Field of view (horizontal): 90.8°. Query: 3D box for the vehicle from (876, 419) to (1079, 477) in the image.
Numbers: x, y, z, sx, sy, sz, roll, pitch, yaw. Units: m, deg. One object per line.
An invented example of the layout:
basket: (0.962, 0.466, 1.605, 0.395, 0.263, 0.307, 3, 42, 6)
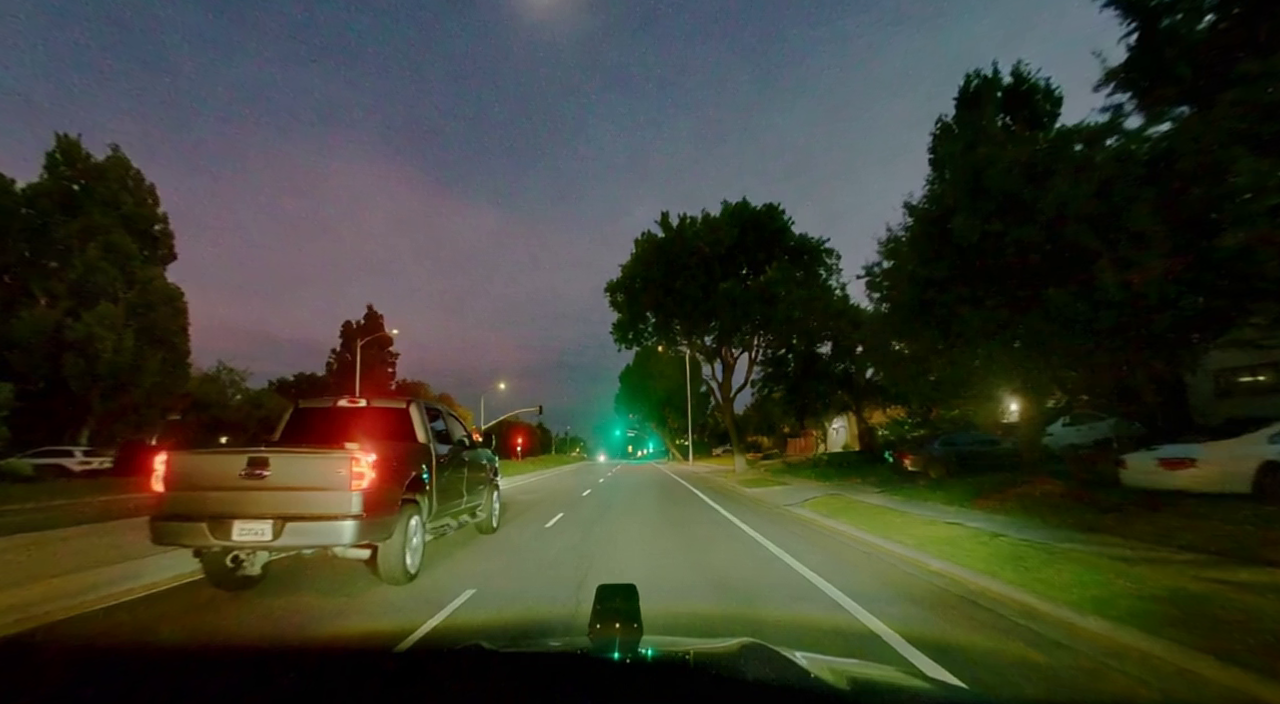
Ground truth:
vehicle: (9.619, 2.779, 18.299, 4.696, 1.555, 2.009, 0, -9, -2)

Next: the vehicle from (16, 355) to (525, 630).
vehicle: (-3.237, 1.458, 7.620, 2.508, 2.001, 5.880, 0, -9, 1)

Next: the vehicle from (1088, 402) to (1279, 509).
vehicle: (11.022, 1.597, 10.665, 5.237, 1.495, 2.073, -4, -9, 0)
